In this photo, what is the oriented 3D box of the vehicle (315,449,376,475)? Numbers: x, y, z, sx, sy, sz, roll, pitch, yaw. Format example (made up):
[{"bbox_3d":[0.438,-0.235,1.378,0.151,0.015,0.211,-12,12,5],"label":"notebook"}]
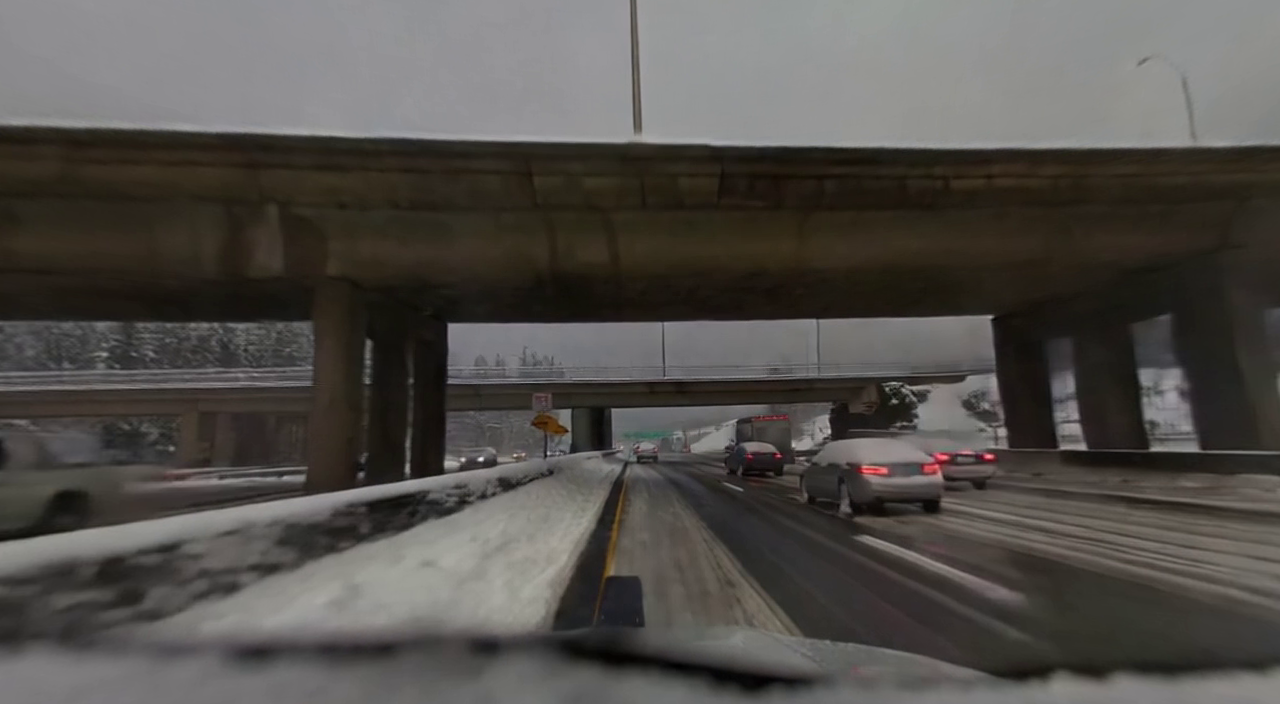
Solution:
[{"bbox_3d":[-20.784,7.752,44.773,1.922,1.747,4.705,0,-8,2],"label":"vehicle"}]

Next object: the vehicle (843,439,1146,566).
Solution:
[{"bbox_3d":[4.833,2.077,9.562,1.987,1.448,4.356,0,-8,-1],"label":"vehicle"}]

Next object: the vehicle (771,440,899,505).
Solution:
[{"bbox_3d":[5.137,3.234,17.480,1.915,1.512,4.812,0,-8,-1],"label":"vehicle"}]

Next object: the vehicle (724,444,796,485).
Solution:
[{"bbox_3d":[4.762,4.510,25.710,1.927,1.489,4.478,0,-8,-1],"label":"vehicle"}]
